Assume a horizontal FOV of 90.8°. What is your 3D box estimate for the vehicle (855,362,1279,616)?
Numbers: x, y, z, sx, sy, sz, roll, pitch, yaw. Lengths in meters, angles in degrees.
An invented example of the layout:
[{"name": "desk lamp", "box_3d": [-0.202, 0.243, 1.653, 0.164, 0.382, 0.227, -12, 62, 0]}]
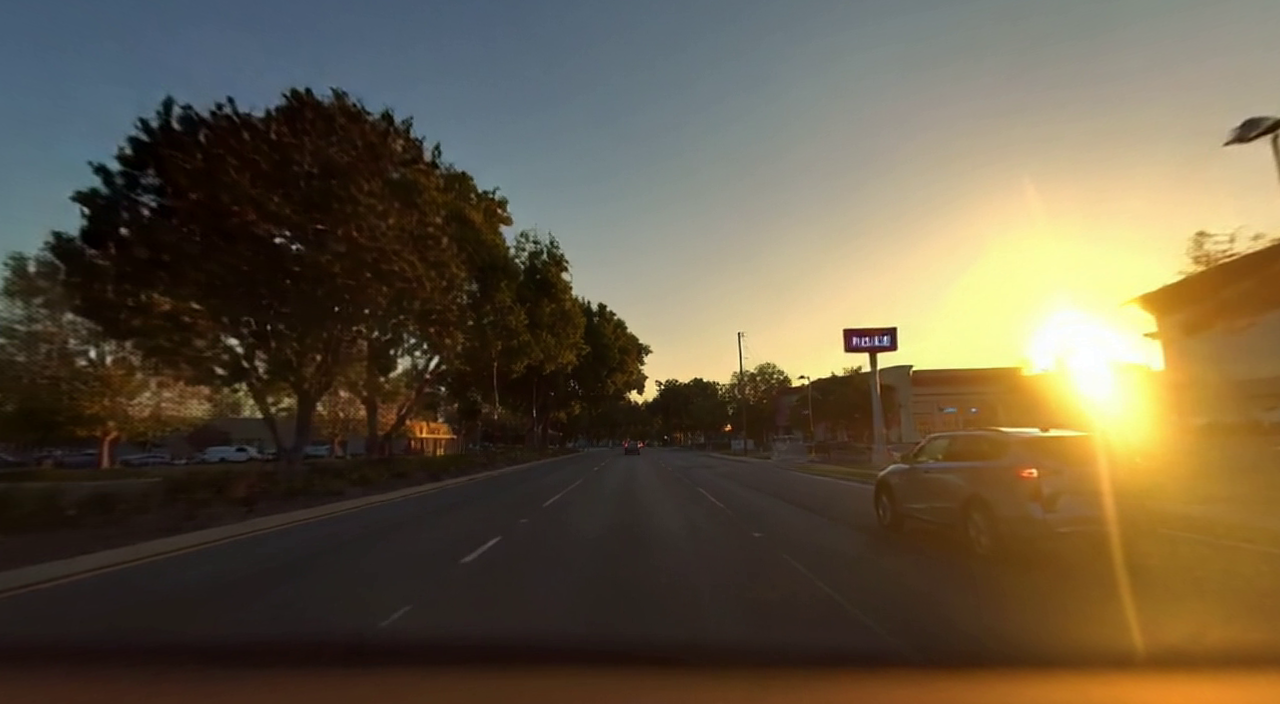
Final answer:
[{"name": "vehicle", "box_3d": [4.641, 1.425, 7.534, 2.185, 1.956, 5.128, 0, -8, -2]}]
